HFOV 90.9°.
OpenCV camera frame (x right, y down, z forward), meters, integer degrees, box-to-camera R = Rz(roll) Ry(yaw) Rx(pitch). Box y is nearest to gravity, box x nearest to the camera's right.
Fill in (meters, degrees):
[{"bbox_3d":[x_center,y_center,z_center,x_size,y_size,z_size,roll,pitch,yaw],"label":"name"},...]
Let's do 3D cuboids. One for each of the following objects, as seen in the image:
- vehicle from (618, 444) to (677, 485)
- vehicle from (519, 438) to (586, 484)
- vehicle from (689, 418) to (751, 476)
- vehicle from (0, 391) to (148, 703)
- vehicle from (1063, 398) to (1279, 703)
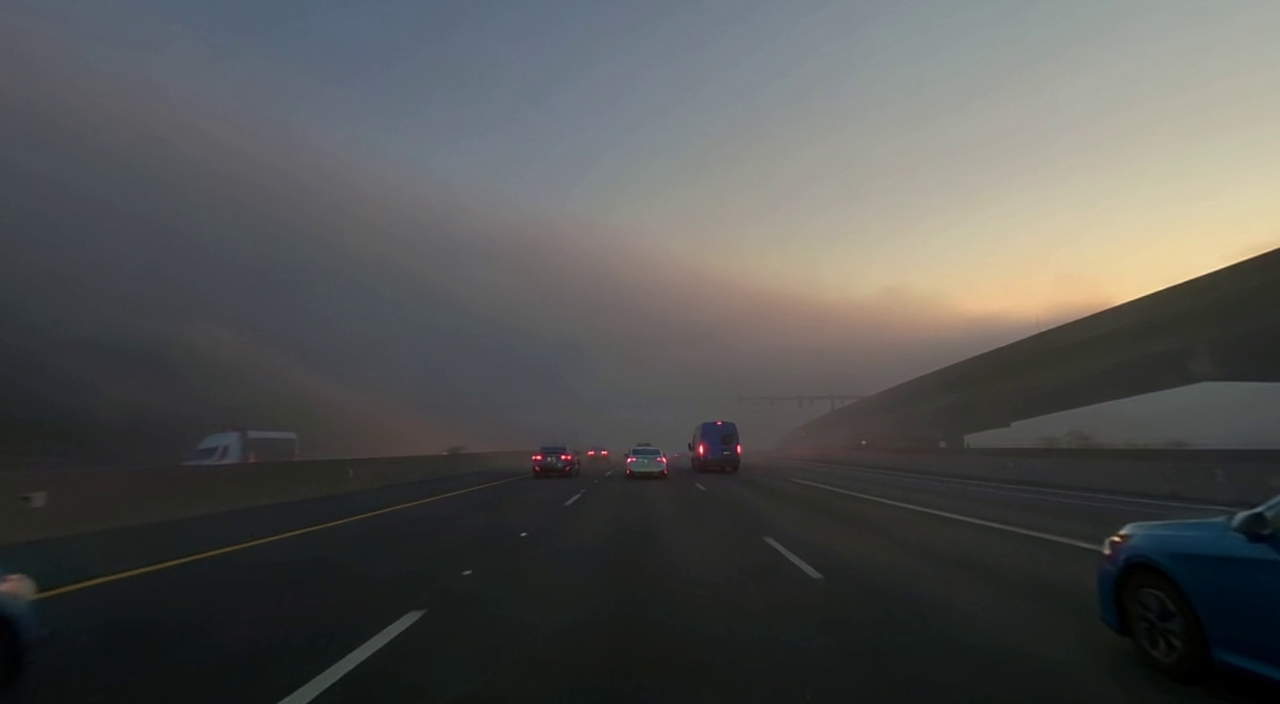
[{"bbox_3d":[0.278,4.478,25.430,2.174,1.467,4.005,0,-8,0],"label":"vehicle"},{"bbox_3d":[-3.537,4.493,26.307,2.078,1.706,4.298,-1,-8,2],"label":"vehicle"},{"bbox_3d":[4.172,5.115,34.067,2.436,2.745,6.607,0,-8,0],"label":"vehicle"},{"bbox_3d":[-3.780,0.775,1.409,2.137,1.562,3.926,0,-8,1],"label":"vehicle"},{"bbox_3d":[4.005,0.880,2.133,2.085,1.558,4.466,0,-8,1],"label":"vehicle"}]
